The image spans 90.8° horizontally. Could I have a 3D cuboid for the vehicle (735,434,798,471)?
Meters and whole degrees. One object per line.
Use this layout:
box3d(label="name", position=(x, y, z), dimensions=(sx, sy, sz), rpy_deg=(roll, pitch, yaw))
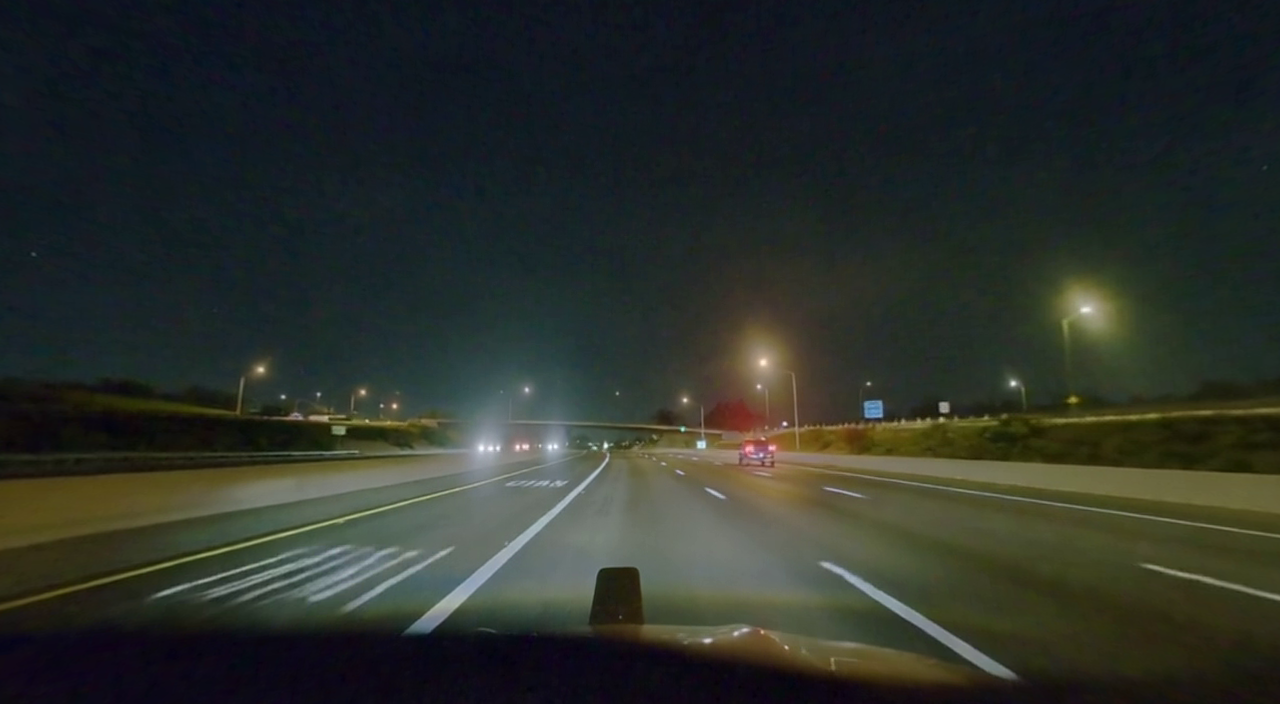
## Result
box3d(label="vehicle", position=(6.303, 5.090, 32.056), dimensions=(2.104, 1.723, 4.538), rpy_deg=(0, -8, -2))
